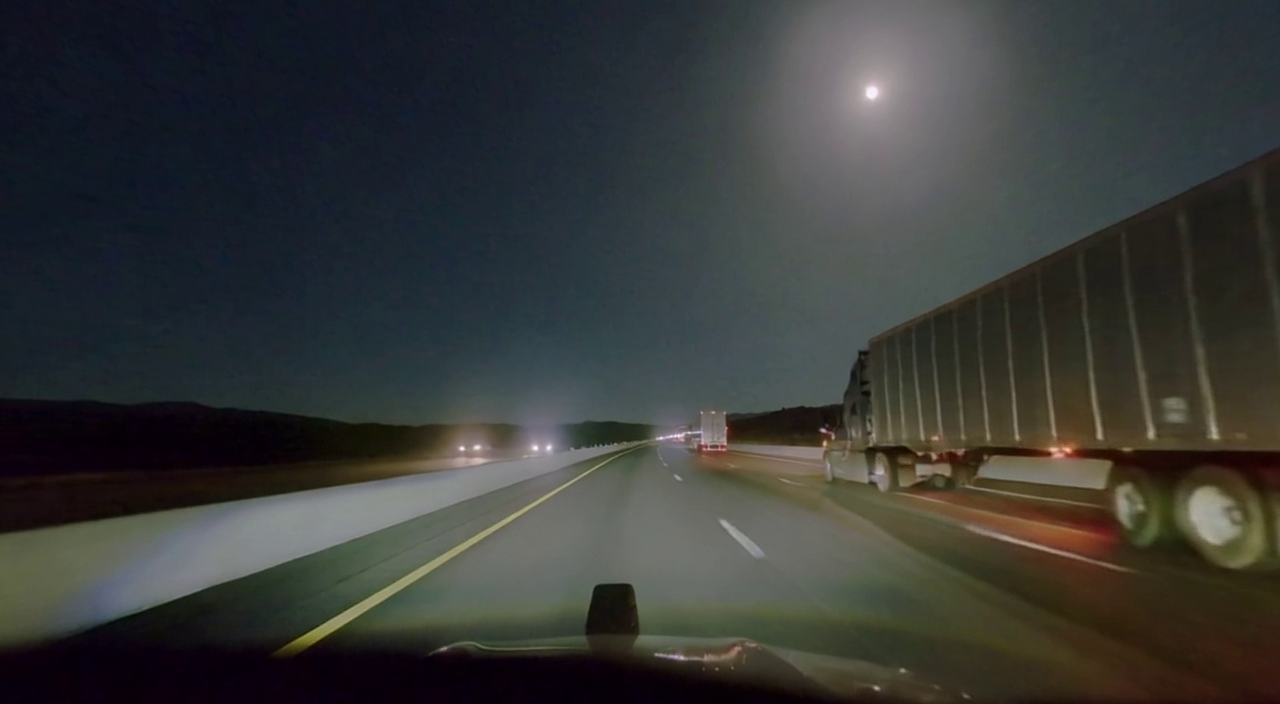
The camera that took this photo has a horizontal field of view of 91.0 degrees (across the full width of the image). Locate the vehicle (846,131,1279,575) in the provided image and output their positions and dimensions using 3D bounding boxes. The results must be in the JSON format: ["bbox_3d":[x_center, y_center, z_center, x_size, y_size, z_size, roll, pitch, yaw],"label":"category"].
[{"bbox_3d":[7.374,0.725,10.862,2.885,4.075,13.981,0,-8,0],"label":"vehicle"}]
